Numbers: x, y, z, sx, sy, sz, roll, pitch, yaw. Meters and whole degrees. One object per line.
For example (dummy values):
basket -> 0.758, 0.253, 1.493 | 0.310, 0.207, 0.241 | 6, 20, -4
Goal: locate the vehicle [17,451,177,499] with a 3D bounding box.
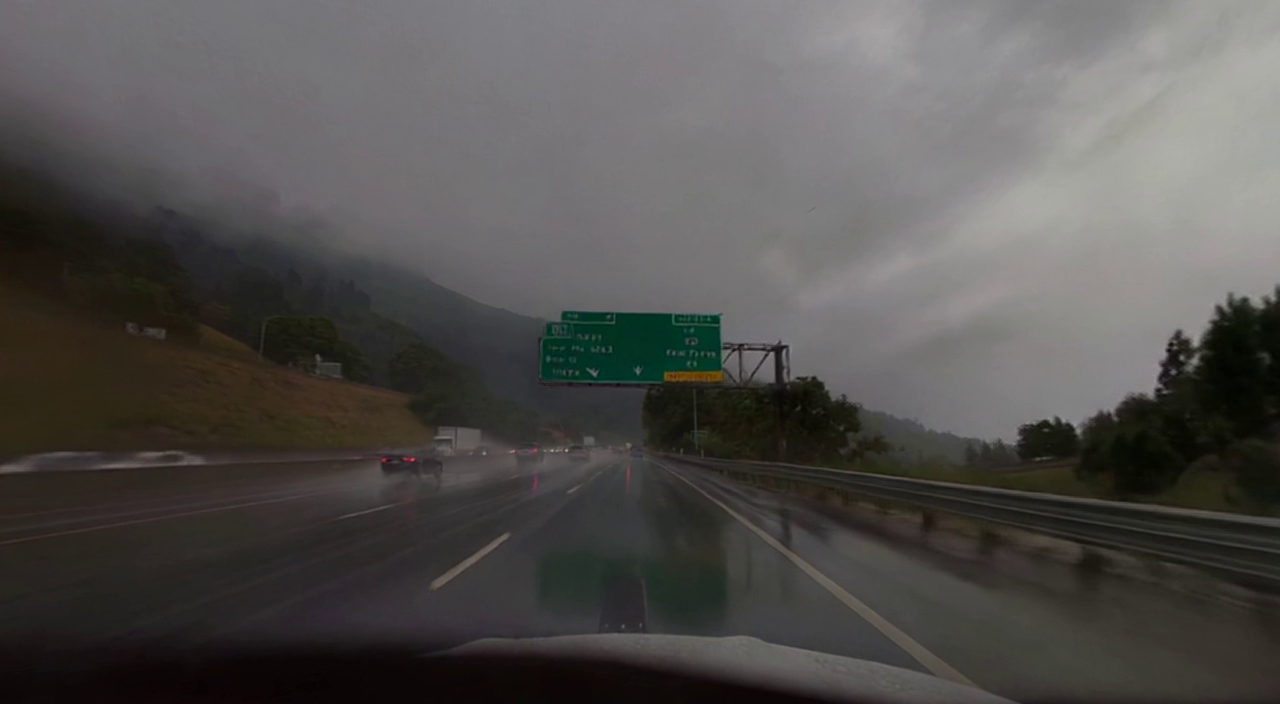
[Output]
vehicle -> -18.428, 4.155, 21.627 | 1.831, 1.434, 4.144 | 0, -8, -1

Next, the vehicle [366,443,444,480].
vehicle -> -11.159, 5.198, 30.205 | 2.001, 1.625, 4.528 | 0, -8, 0
